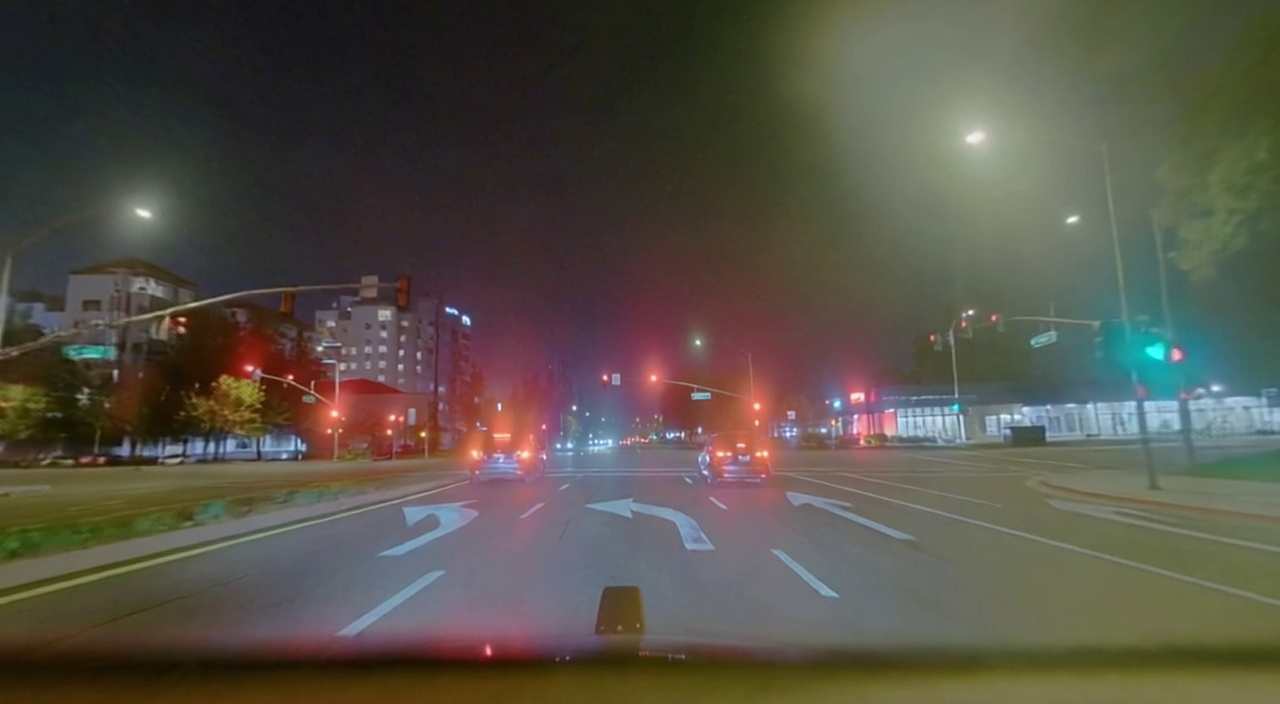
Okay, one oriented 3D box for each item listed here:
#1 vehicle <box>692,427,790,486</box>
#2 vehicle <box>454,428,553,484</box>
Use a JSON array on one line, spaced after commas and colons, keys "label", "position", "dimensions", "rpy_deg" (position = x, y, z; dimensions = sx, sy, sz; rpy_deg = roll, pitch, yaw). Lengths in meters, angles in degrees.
[{"label": "vehicle", "position": [2.865, 3.105, 19.058], "dimensions": [2.130, 1.524, 4.722], "rpy_deg": [0, -8, -1]}, {"label": "vehicle", "position": [-4.026, 3.160, 19.457], "dimensions": [1.973, 1.526, 4.533], "rpy_deg": [0, -8, 1]}]
